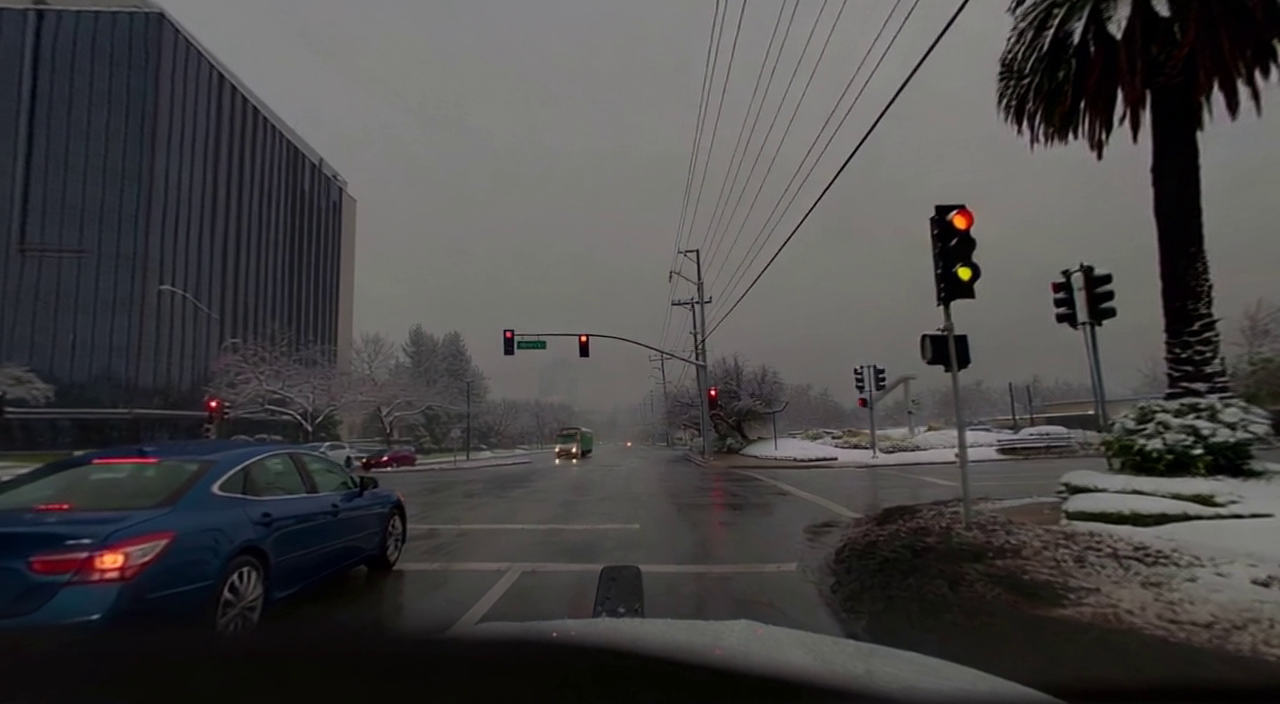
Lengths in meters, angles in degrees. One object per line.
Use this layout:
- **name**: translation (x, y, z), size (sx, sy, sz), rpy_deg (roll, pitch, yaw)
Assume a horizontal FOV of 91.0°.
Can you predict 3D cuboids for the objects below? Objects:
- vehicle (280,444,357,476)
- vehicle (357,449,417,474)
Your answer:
- **vehicle**: translation (-19.042, 6.415, 37.567), size (2.017, 1.739, 4.569), rpy_deg (0, -9, 2)
- **vehicle**: translation (-15.252, 6.583, 38.151), size (1.875, 1.389, 3.784), rpy_deg (0, -9, 3)
